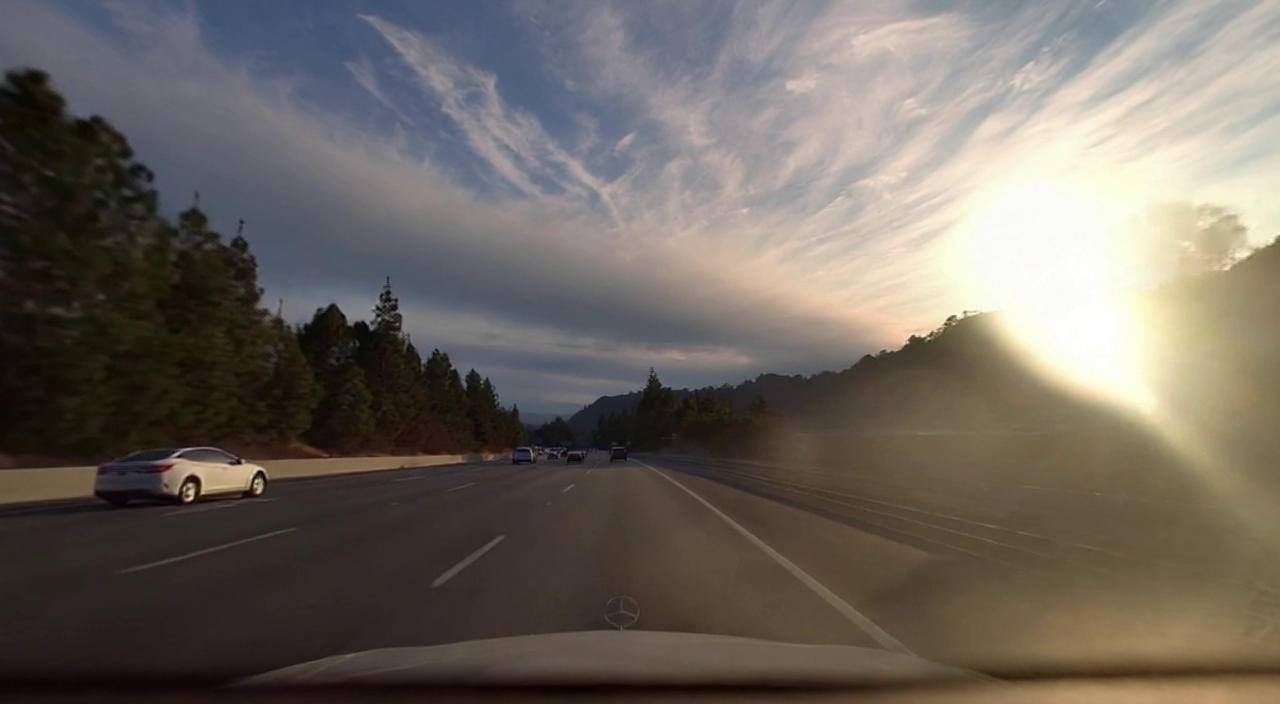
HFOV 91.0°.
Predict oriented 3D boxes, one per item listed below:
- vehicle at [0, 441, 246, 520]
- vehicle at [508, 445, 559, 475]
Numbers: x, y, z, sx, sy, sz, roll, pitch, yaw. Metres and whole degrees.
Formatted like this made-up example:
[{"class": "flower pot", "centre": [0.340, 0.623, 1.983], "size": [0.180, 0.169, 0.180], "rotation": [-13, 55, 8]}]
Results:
[{"class": "vehicle", "centre": [-11.448, 2.807, 14.372], "size": [1.960, 1.487, 4.593], "rotation": [0, -9, -1]}, {"class": "vehicle", "centre": [-5.394, 5.530, 32.449], "size": [2.120, 1.458, 4.031], "rotation": [0, -9, -3]}]
